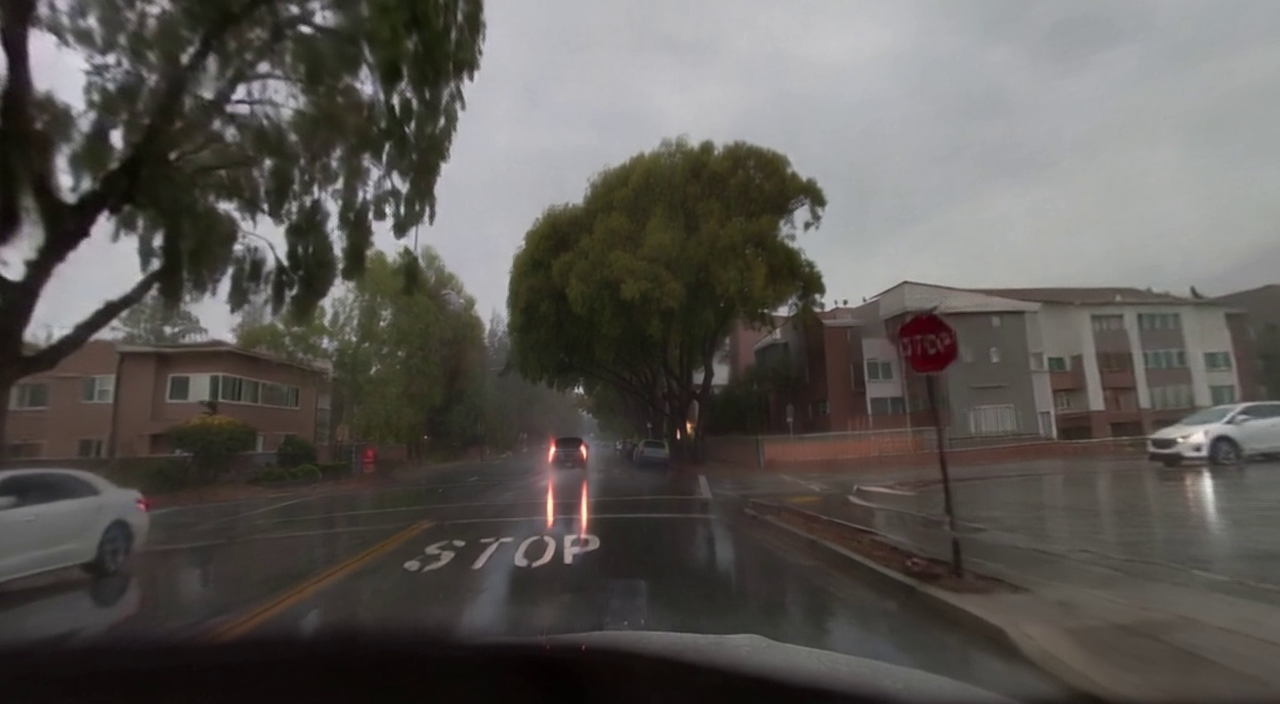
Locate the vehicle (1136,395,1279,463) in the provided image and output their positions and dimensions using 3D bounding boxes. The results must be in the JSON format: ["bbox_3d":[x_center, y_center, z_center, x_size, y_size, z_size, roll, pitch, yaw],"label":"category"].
[{"bbox_3d":[17.760,2.277,18.441,4.817,1.881,2.002,0,-9,-3],"label":"vehicle"}]

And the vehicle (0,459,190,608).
[{"bbox_3d":[-7.538,1.981,6.988,1.819,1.461,4.723,0,-9,-3],"label":"vehicle"}]

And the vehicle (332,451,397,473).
[{"bbox_3d":[-19.886,7.919,45.585,3.806,1.501,1.892,0,-8,-3],"label":"vehicle"}]

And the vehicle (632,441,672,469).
[{"bbox_3d":[0.682,6.282,38.525,1.987,1.608,3.883,1,-9,-6],"label":"vehicle"}]

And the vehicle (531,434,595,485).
[{"bbox_3d":[-2.811,4.038,23.886,2.172,1.722,4.201,0,-9,-4],"label":"vehicle"}]
